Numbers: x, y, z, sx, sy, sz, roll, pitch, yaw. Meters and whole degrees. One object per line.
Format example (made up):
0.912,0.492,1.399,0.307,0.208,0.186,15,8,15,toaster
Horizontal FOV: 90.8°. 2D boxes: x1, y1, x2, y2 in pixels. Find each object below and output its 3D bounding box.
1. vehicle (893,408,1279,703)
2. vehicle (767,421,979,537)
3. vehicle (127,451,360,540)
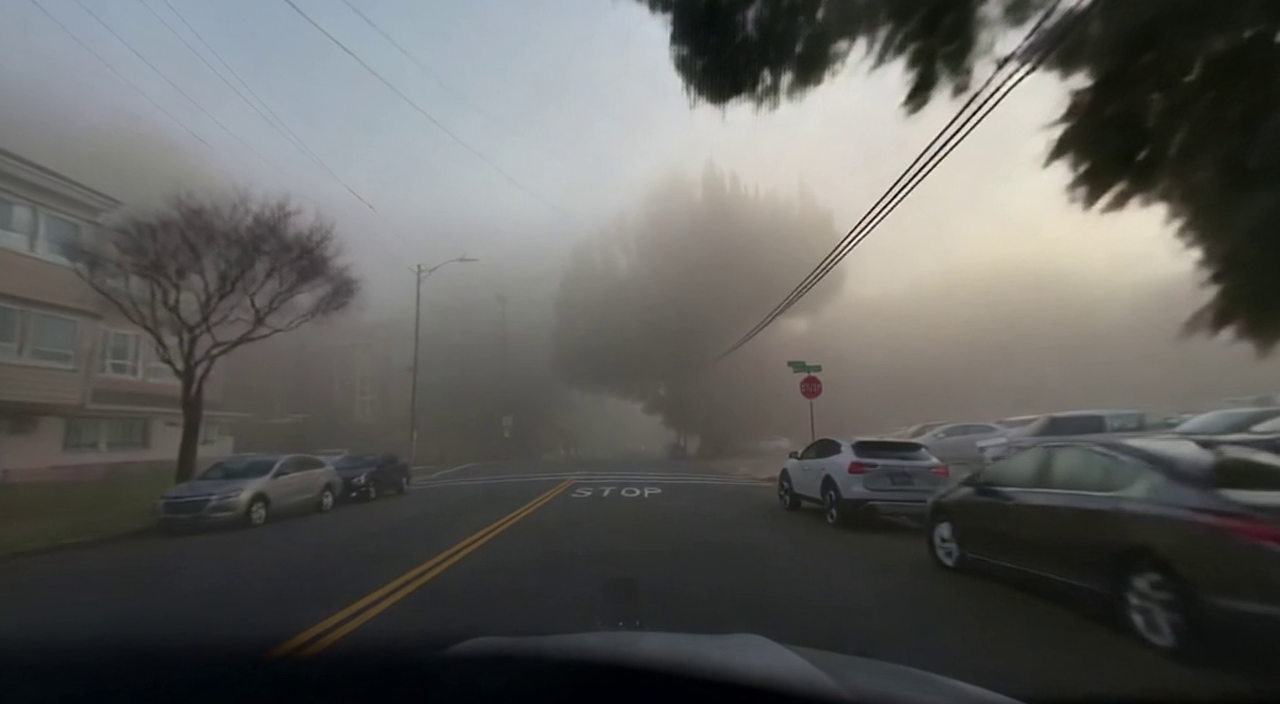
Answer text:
4.000,1.362,5.393,1.846,1.506,4.165,0,-9,-2,vehicle
3.723,2.106,11.040,1.976,1.614,4.052,0,-9,-3,vehicle
-7.901,2.848,13.283,1.904,1.488,4.600,0,-9,0,vehicle
